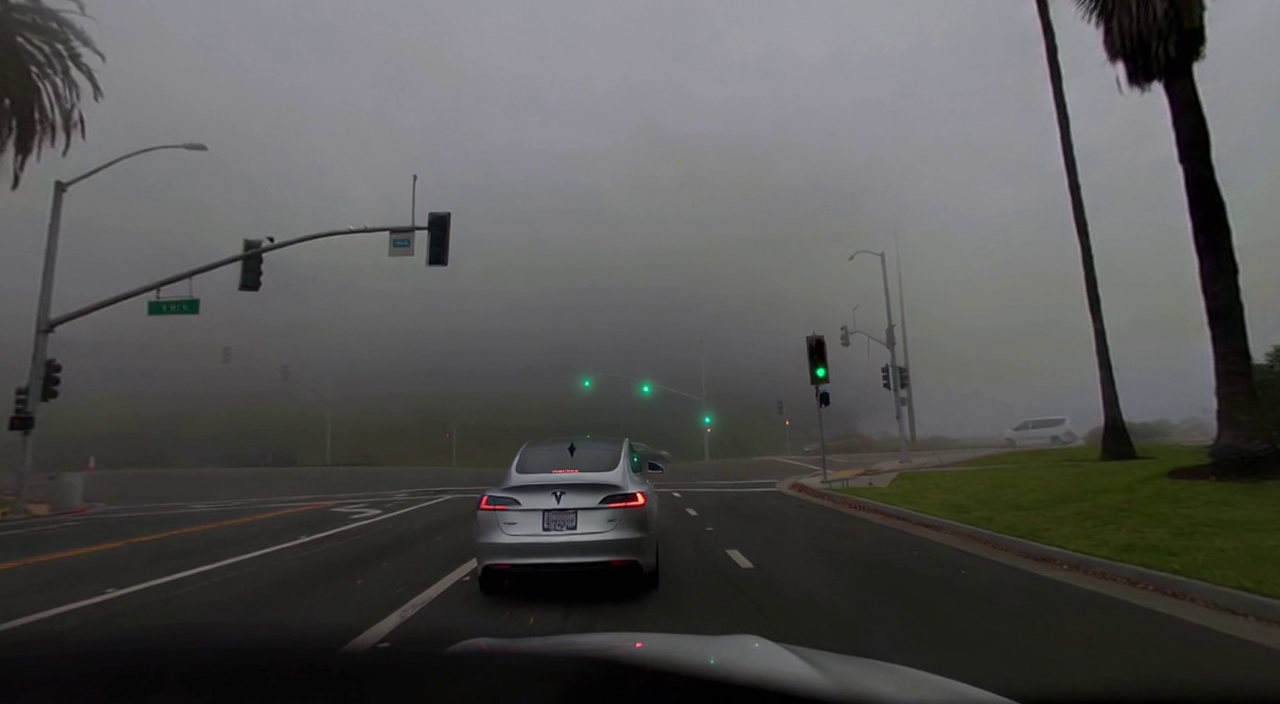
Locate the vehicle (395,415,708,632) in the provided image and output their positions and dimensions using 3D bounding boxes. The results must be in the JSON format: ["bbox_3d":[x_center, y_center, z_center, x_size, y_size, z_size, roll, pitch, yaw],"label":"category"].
[{"bbox_3d":[-0.636,1.504,6.559,2.152,1.478,4.229,0,-9,-1],"label":"vehicle"}]
